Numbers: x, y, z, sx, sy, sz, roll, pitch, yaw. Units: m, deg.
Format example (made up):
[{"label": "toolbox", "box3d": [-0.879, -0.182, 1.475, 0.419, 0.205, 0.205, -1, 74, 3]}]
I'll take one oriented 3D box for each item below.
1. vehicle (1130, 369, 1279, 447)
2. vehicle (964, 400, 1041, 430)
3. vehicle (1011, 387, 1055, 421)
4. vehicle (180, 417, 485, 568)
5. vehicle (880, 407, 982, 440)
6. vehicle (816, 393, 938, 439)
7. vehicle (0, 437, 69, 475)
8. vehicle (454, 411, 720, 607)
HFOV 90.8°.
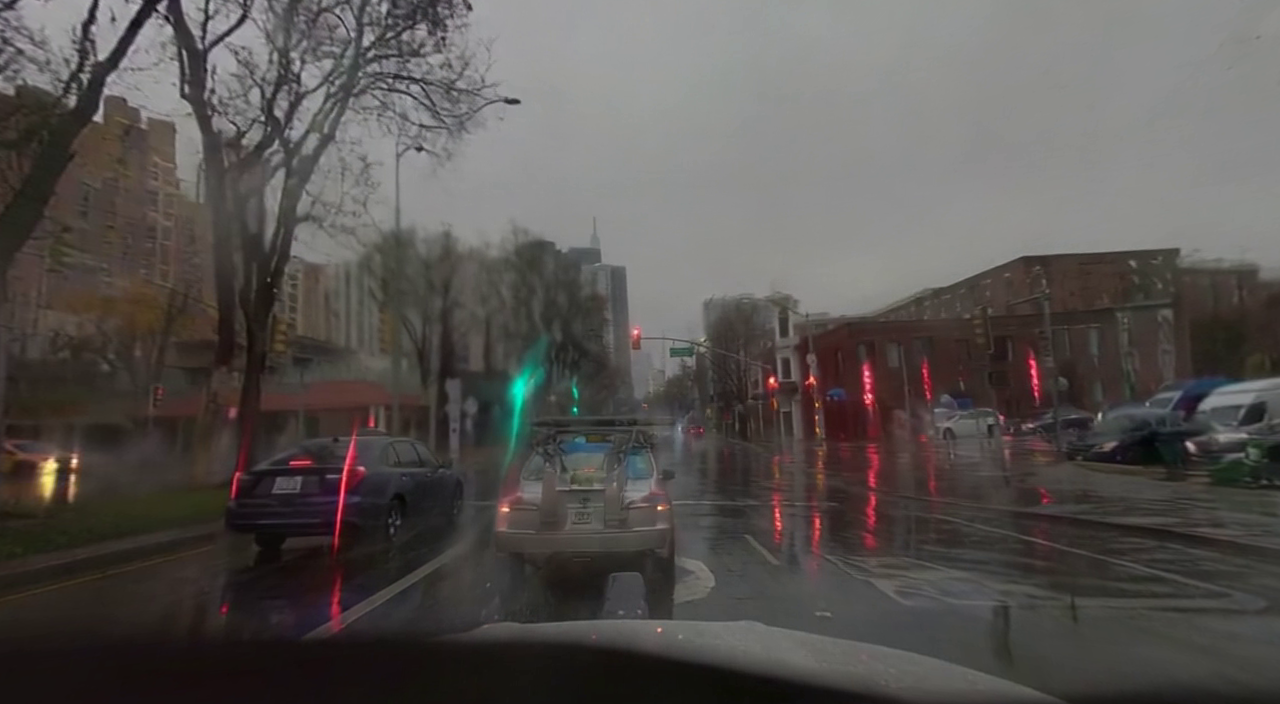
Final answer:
[{"label": "vehicle", "box3d": [21.714, 2.107, 23.192, 5.756, 2.653, 2.403, 1, -8, -11]}, {"label": "vehicle", "box3d": [21.133, 3.715, 36.752, 5.017, 1.542, 2.055, 7, -11, -38]}, {"label": "vehicle", "box3d": [27.016, 3.617, 43.317, 2.152, 1.993, 5.078, -6, -10, 34]}, {"label": "vehicle", "box3d": [-3.700, 1.765, 8.734, 1.934, 1.522, 4.464, 0, -8, 0]}, {"label": "vehicle", "box3d": [15.115, 3.756, 32.839, 4.775, 1.604, 1.915, 3, -9, -21]}, {"label": "vehicle", "box3d": [13.763, 3.787, 36.716, 6.541, 2.480, 2.259, 3, -9, -19]}, {"label": "vehicle", "box3d": [-32.410, 5.315, 32.326, 4.280, 1.857, 2.136, 0, -8, 1]}, {"label": "vehicle", "box3d": [-0.433, 1.525, 6.989, 2.082, 1.520, 3.896, 0, -8, -1]}]
